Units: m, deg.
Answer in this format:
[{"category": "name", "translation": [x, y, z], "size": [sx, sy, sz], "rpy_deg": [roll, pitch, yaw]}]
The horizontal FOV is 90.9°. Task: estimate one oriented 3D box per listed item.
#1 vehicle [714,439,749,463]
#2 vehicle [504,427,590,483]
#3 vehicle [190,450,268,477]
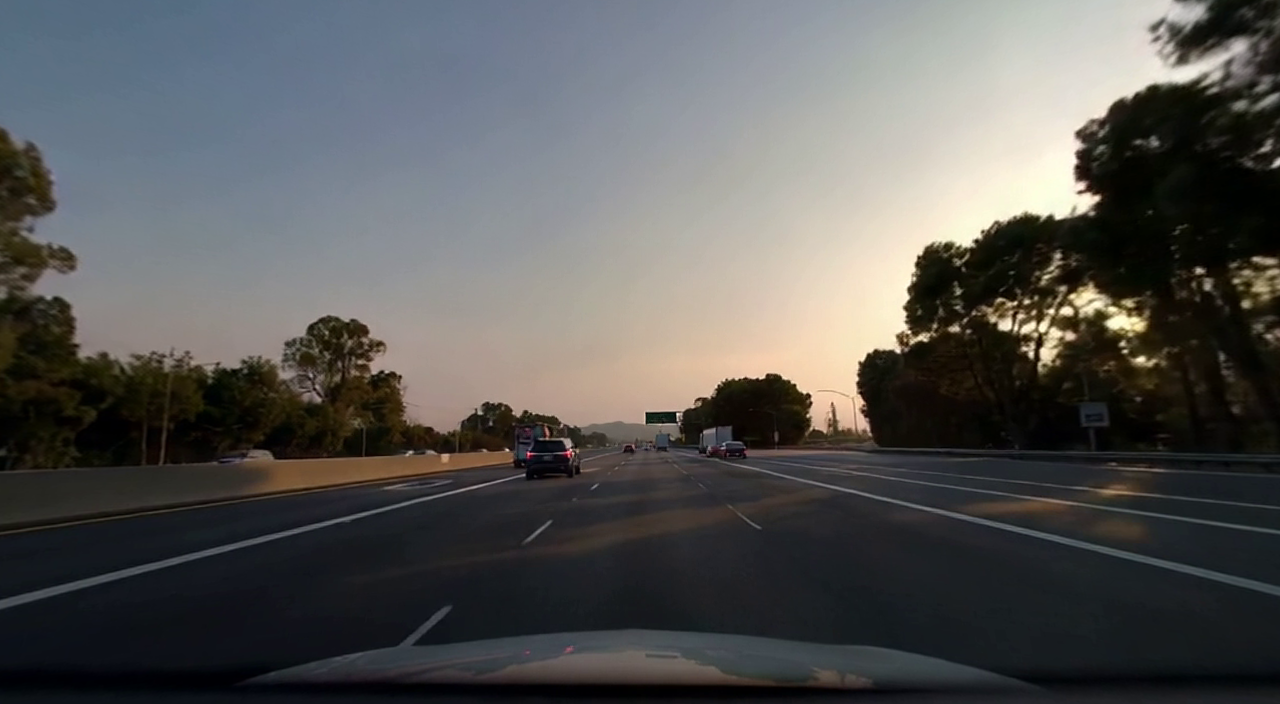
[{"category": "vehicle", "translation": [6.813, 7.438, 47.477], "size": [2.063, 1.706, 4.259], "rpy_deg": [0, -8, 1]}, {"category": "vehicle", "translation": [-3.513, 4.034, 24.992], "size": [2.453, 1.952, 5.320], "rpy_deg": [0, -8, 2]}, {"category": "vehicle", "translation": [-28.634, 7.758, 44.151], "size": [2.000, 1.741, 5.092], "rpy_deg": [0, -8, 1]}]
